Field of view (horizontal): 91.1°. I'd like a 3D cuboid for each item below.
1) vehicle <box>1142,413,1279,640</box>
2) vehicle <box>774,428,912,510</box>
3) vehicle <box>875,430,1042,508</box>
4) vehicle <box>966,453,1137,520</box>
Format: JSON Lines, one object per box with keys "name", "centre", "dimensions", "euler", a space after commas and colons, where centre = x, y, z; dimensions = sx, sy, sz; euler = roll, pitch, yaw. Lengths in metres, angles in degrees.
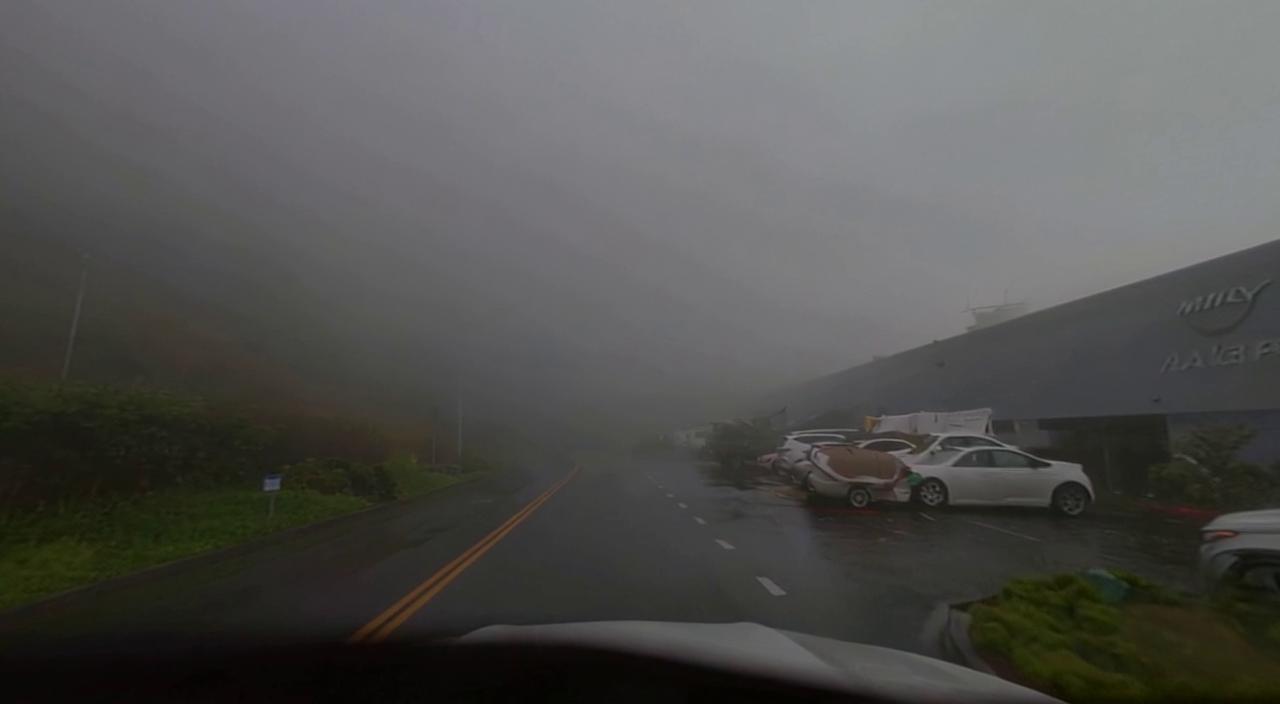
{"name": "vehicle", "centre": [7.064, 1.385, 4.697], "dimensions": [2.113, 1.945, 4.546], "euler": [3, -10, -23]}
{"name": "vehicle", "centre": [5.161, 3.019, 16.696], "dimensions": [1.977, 1.860, 4.237], "euler": [0, -9, -4]}
{"name": "vehicle", "centre": [7.961, 2.969, 16.366], "dimensions": [1.924, 1.713, 4.627], "euler": [0, -9, 0]}
{"name": "vehicle", "centre": [10.480, 3.402, 16.432], "dimensions": [1.819, 1.494, 3.834], "euler": [0, -9, 0]}
